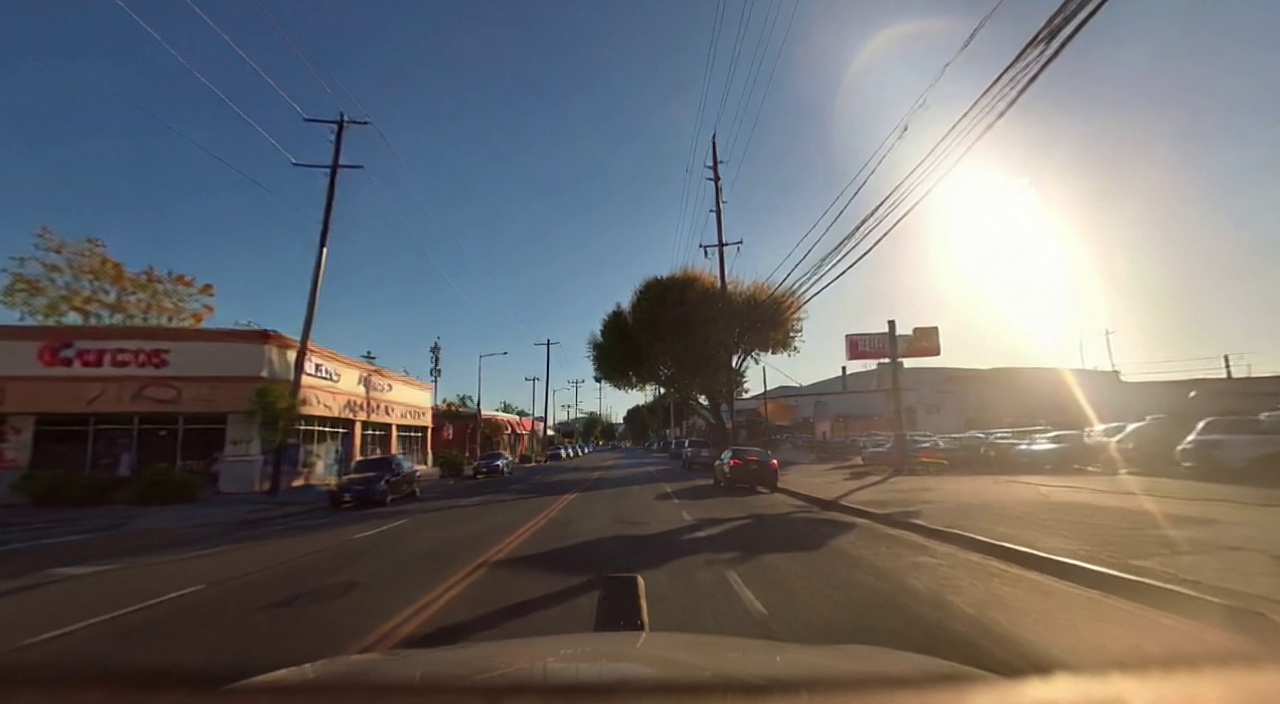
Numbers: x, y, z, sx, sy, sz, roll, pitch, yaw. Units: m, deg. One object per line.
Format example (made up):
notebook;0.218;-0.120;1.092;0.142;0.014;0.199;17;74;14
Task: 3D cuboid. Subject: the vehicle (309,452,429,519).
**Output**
vehicle;-7.845;3.837;18.721;1.787;1.543;4.052;-3;-7;0

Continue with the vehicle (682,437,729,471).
vehicle;3.855;6.106;38.020;2.080;1.893;4.699;0;-8;-3

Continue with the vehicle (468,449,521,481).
vehicle;-7.936;6.160;34.754;1.872;1.455;4.350;-3;-8;-1

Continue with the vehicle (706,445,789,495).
vehicle;3.573;3.981;21.865;1.990;1.521;4.693;0;-8;0
